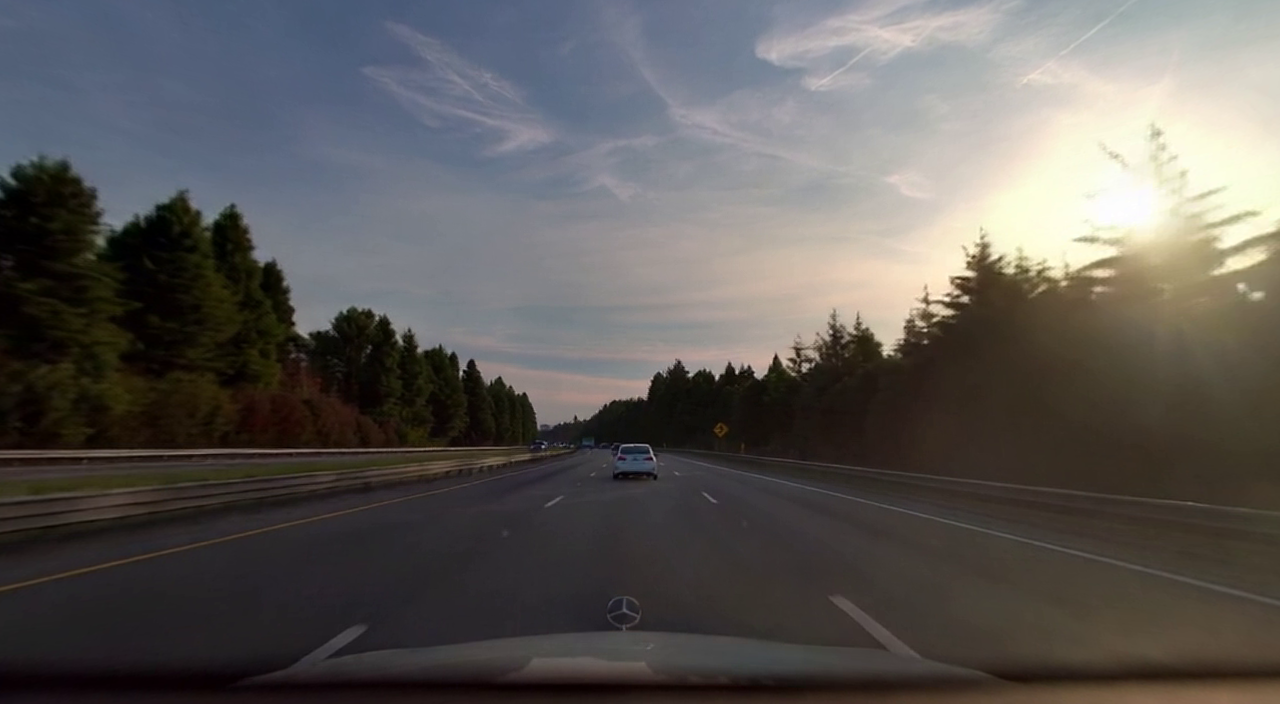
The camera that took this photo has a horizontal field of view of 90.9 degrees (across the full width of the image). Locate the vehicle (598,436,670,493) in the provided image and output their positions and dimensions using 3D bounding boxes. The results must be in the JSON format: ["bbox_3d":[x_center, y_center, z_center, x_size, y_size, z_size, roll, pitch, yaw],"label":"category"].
[{"bbox_3d":[-0.187,3.415,19.416,2.011,1.590,3.607,0,-9,-1],"label":"vehicle"}]
